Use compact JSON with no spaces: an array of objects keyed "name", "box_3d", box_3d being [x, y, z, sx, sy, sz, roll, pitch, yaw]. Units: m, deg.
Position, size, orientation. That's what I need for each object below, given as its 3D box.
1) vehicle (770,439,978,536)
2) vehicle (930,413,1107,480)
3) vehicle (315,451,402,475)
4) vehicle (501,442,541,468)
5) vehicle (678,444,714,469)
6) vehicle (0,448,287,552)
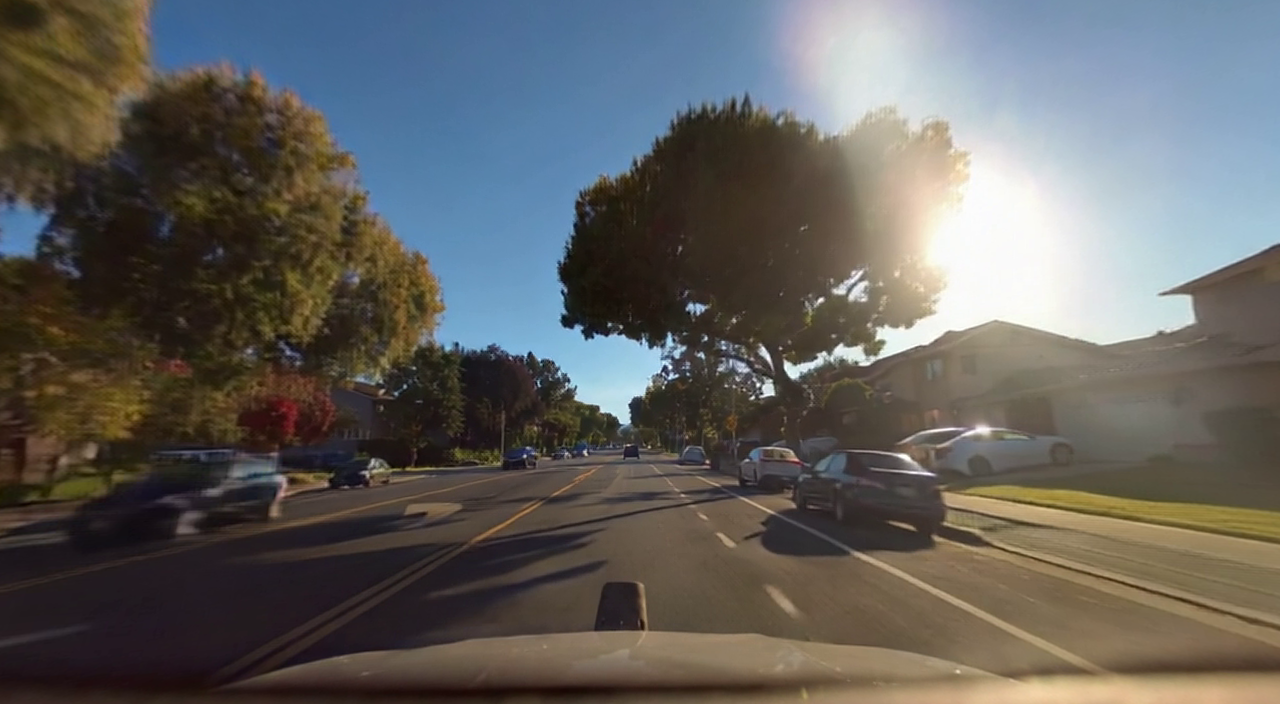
[{"name":"vehicle","box_3d":[4.035,2.391,11.934,1.946,1.431,4.695,0,-8,-3]},{"name":"vehicle","box_3d":[11.190,2.818,18.901,3.999,1.599,1.819,-5,-8,0]},{"name":"vehicle","box_3d":[-18.833,7.432,42.459,4.880,1.500,1.965,0,-8,-2]},{"name":"vehicle","box_3d":[-8.658,7.514,46.384,2.041,1.760,4.522,-1,-8,1]},{"name":"vehicle","box_3d":[3.663,6.920,42.084,1.991,1.500,4.562,0,-8,-1]},{"name":"vehicle","box_3d":[-8.735,2.548,11.680,1.871,1.484,4.383,0,-8,0]}]
